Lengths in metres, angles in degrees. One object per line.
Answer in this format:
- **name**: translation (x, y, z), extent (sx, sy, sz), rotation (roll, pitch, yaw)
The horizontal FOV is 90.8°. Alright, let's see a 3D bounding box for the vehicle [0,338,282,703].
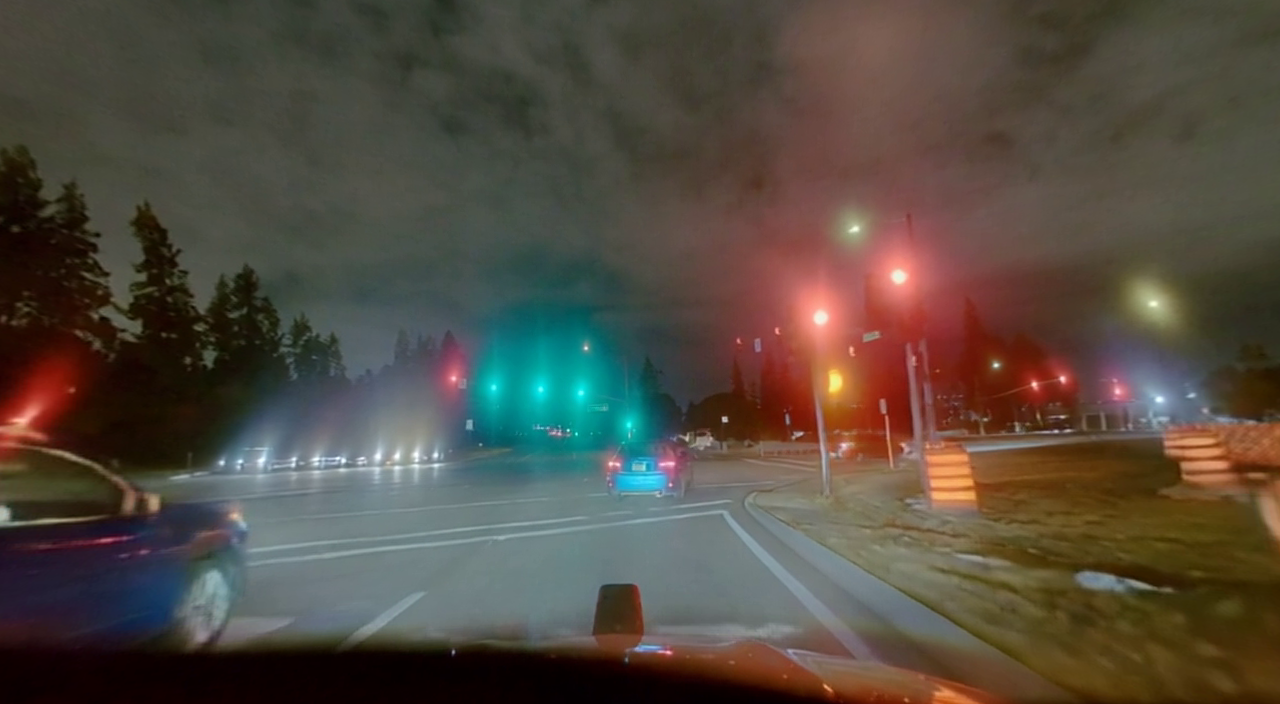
- **vehicle**: translation (-4.087, 0.831, 2.646), extent (2.240, 1.844, 5.043), rotation (0, -9, -1)

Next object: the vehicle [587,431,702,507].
- **vehicle**: translation (0.284, 2.709, 15.039), extent (2.183, 1.506, 4.286), rotation (-1, -9, 8)

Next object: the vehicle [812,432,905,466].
- **vehicle**: translation (10.259, 4.511, 29.499), extent (4.467, 1.477, 1.873), rotation (6, -11, -37)
